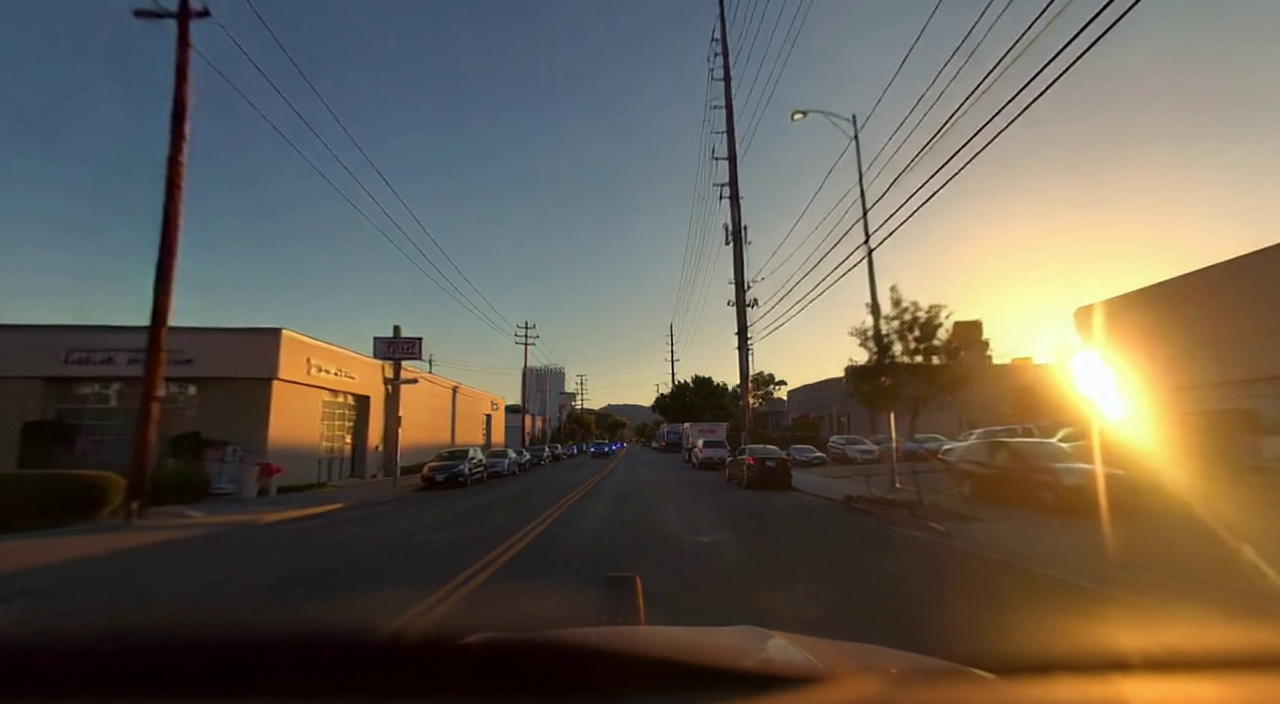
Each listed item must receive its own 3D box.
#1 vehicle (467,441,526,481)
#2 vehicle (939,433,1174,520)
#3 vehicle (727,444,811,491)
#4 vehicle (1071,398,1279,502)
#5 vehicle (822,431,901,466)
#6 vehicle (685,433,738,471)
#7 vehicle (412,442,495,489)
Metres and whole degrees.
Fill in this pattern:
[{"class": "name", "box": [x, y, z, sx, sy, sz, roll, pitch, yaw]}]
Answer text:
[{"class": "vehicle", "box": [-7.338, 5.592, 32.785, 1.933, 1.754, 4.514, -3, -7, 1]}, {"class": "vehicle", "box": [8.273, 2.477, 13.191, 1.973, 1.485, 4.377, -1, -8, 1]}, {"class": "vehicle", "box": [4.361, 3.945, 22.093, 1.919, 1.453, 4.425, 0, -8, -1]}, {"class": "vehicle", "box": [12.754, 2.041, 13.469, 5.648, 1.973, 2.222, 0, -8, -6]}, {"class": "vehicle", "box": [12.073, 5.329, 34.814, 1.965, 1.705, 4.677, 0, -8, -10]}, {"class": "vehicle", "box": [3.974, 5.695, 36.192, 2.218, 1.956, 5.916, 0, -8, -1]}, {"class": "vehicle", "box": [-7.685, 4.705, 26.546, 2.194, 1.775, 4.482, 0, -8, -1]}]
